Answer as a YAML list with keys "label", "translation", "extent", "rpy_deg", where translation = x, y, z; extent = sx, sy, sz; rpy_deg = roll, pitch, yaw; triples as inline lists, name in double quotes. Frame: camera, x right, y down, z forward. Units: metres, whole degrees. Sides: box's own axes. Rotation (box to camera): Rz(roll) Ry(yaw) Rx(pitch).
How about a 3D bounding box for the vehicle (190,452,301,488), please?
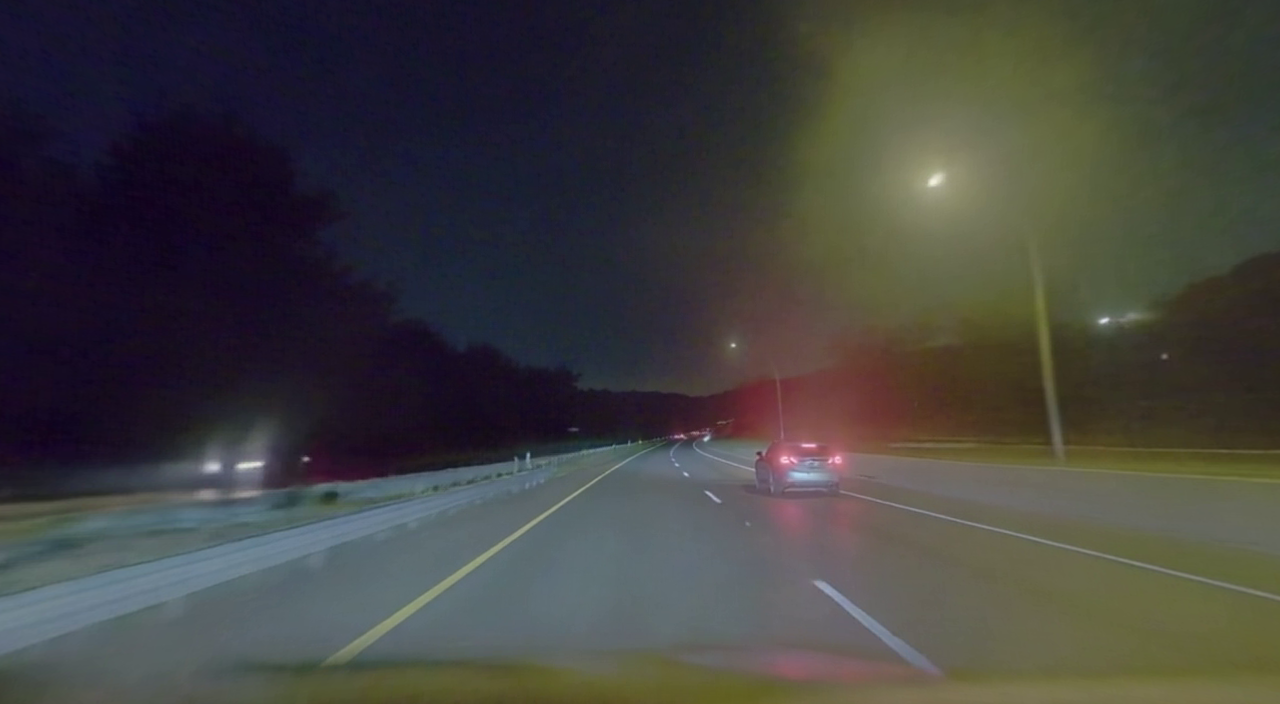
- label: "vehicle"
  translation: [-18.197, 5.429, 29.430]
  extent: [2.045, 1.457, 4.763]
  rpy_deg: [-1, -9, 2]

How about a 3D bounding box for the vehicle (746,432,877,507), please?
- label: "vehicle"
  translation: [3.902, 2.746, 15.180]
  extent: [1.997, 1.515, 4.025]
  rpy_deg: [0, -9, 0]
